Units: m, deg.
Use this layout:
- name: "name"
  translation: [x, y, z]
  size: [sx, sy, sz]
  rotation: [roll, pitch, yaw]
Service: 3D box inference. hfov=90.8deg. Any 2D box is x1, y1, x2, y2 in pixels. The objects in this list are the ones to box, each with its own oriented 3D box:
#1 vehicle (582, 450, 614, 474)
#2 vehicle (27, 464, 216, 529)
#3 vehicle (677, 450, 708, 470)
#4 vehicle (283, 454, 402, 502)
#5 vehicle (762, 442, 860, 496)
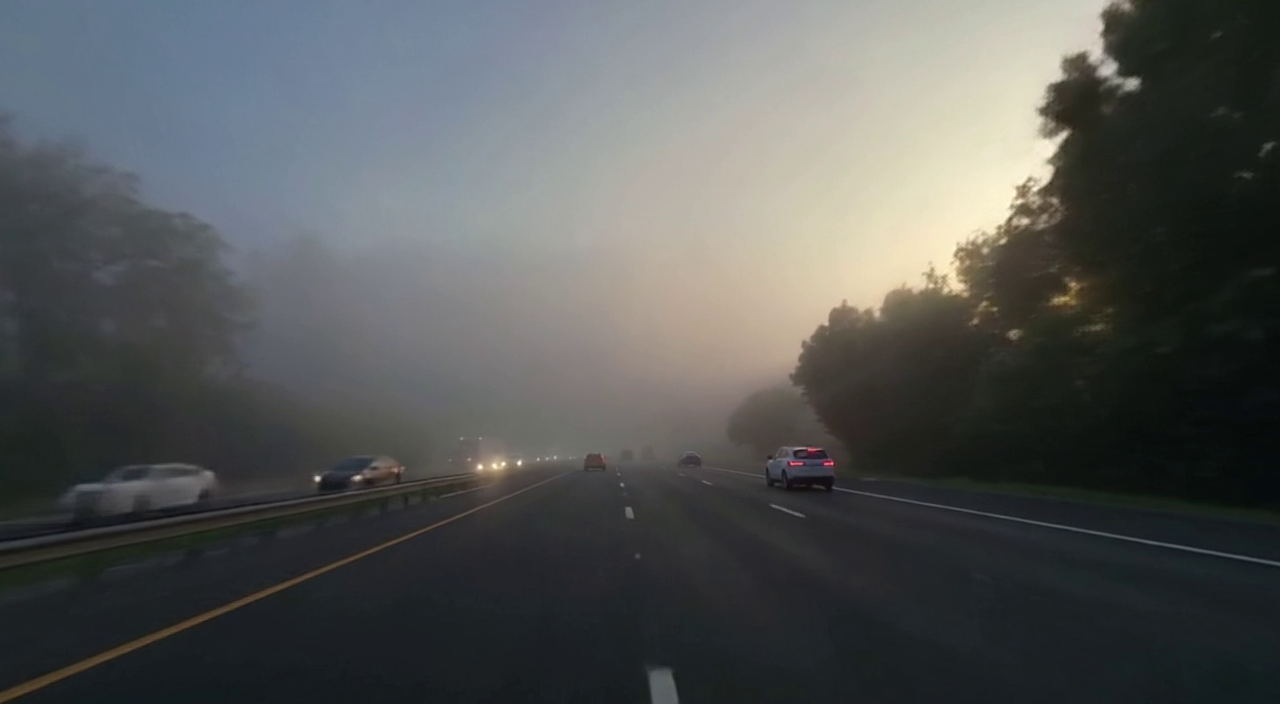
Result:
- name: "vehicle"
  translation: [-2.810, 7.399, 42.780]
  size: [2.021, 1.507, 4.272]
  rotation: [0, -9, -2]
- name: "vehicle"
  translation: [-14.235, 3.945, 17.701]
  size: [1.908, 1.493, 4.047]
  rotation: [0, -9, -2]
- name: "vehicle"
  translation: [4.002, 8.363, 48.880]
  size: [1.846, 1.480, 3.694]
  rotation: [0, -9, -4]
- name: "vehicle"
  translation: [-10.504, 4.459, 22.786]
  size: [2.097, 1.503, 4.780]
  rotation: [0, -9, -2]
- name: "vehicle"
  translation: [5.397, 3.735, 20.507]
  size: [1.903, 1.566, 3.866]
  rotation: [0, -9, -3]
